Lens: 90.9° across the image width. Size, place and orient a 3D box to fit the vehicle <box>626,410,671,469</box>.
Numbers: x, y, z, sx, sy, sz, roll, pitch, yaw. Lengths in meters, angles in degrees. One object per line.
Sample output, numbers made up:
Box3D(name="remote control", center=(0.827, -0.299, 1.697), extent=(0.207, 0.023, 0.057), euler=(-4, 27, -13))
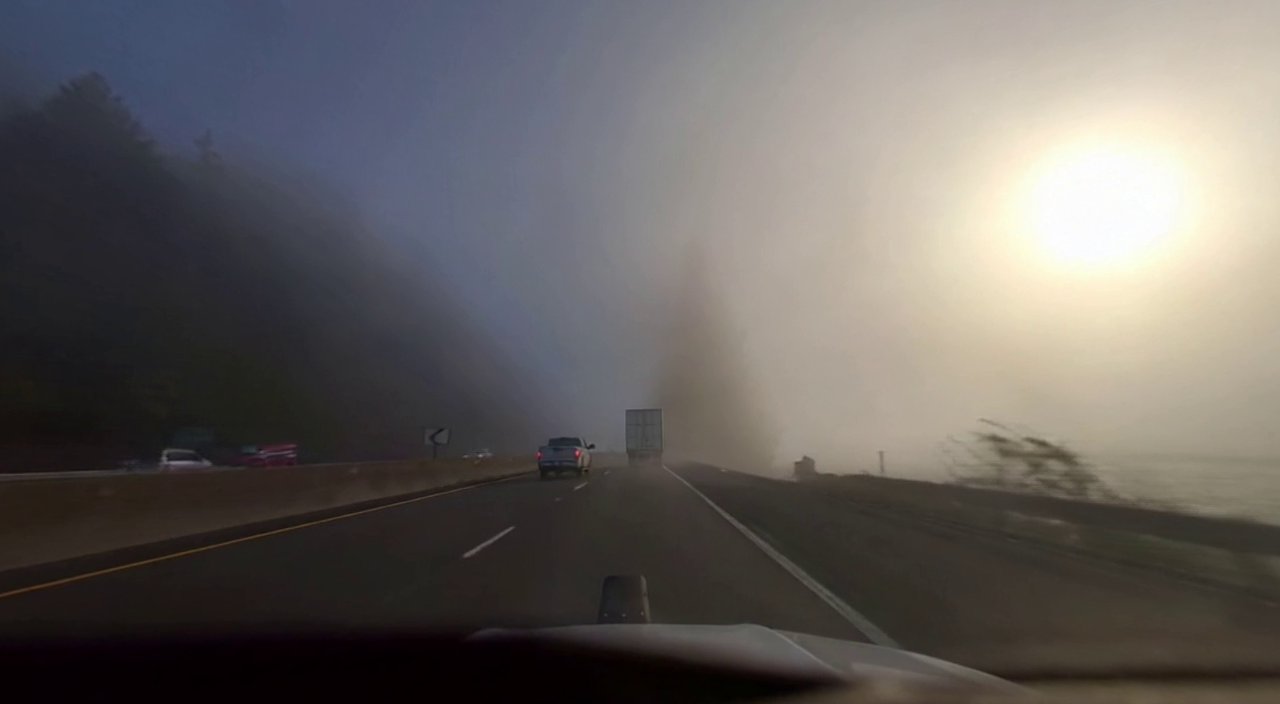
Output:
Box3D(name="vehicle", center=(0.523, 6.670, 47.472), extent=(3.024, 3.965, 10.399), euler=(0, -9, 0))

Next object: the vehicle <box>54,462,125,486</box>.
Box3D(name="vehicle", center=(-36.618, 8.086, 42.057), extent=(1.854, 1.431, 4.297), euler=(3, -9, -17))

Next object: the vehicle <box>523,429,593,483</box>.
Box3D(name="vehicle", center=(-3.558, 4.681, 28.519), extent=(2.283, 2.156, 5.546), euler=(0, -9, 1))
